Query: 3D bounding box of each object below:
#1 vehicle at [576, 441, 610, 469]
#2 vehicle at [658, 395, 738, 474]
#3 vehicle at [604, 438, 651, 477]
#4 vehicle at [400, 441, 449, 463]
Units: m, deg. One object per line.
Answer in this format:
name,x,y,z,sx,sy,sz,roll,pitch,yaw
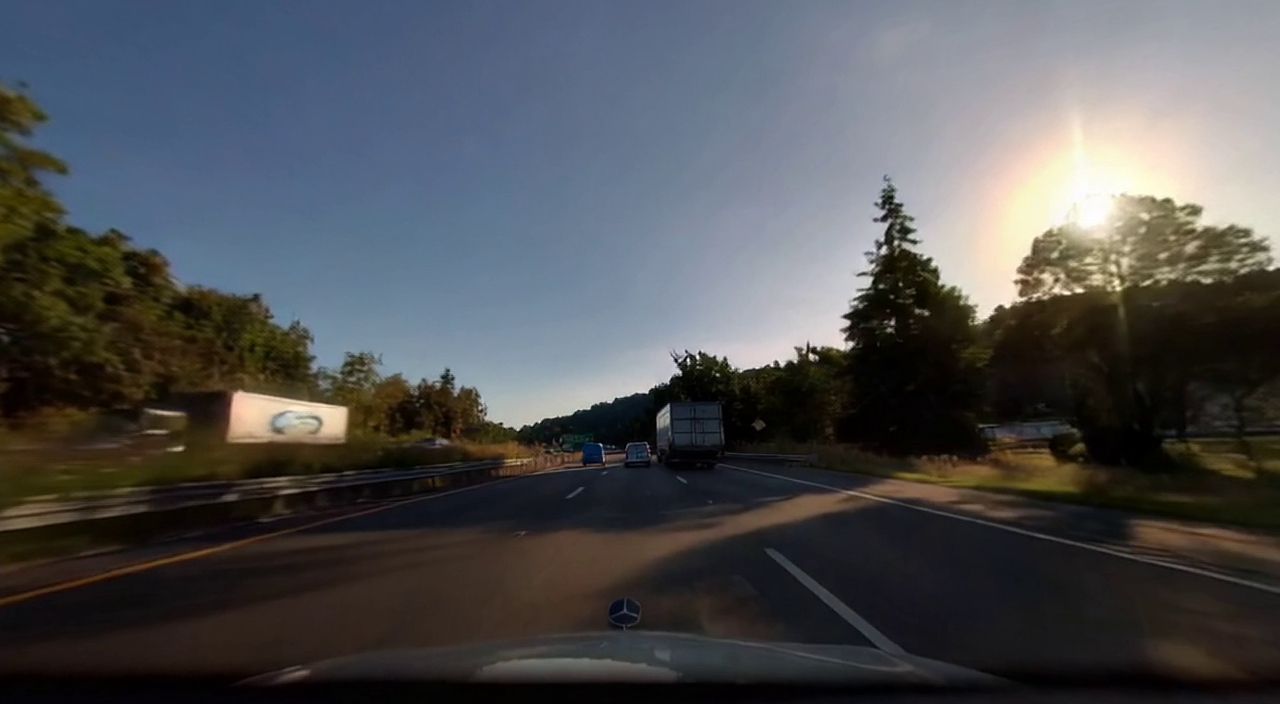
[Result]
vehicle,-3.599,7.993,49.044,2.167,1.991,5.062,0,-9,1
vehicle,3.233,5.518,40.848,3.468,4.030,16.902,0,-9,0
vehicle,-0.598,5.348,32.141,2.209,1.825,4.036,0,-9,0
vehicle,-15.457,7.214,45.526,1.930,1.488,4.446,0,-9,0
